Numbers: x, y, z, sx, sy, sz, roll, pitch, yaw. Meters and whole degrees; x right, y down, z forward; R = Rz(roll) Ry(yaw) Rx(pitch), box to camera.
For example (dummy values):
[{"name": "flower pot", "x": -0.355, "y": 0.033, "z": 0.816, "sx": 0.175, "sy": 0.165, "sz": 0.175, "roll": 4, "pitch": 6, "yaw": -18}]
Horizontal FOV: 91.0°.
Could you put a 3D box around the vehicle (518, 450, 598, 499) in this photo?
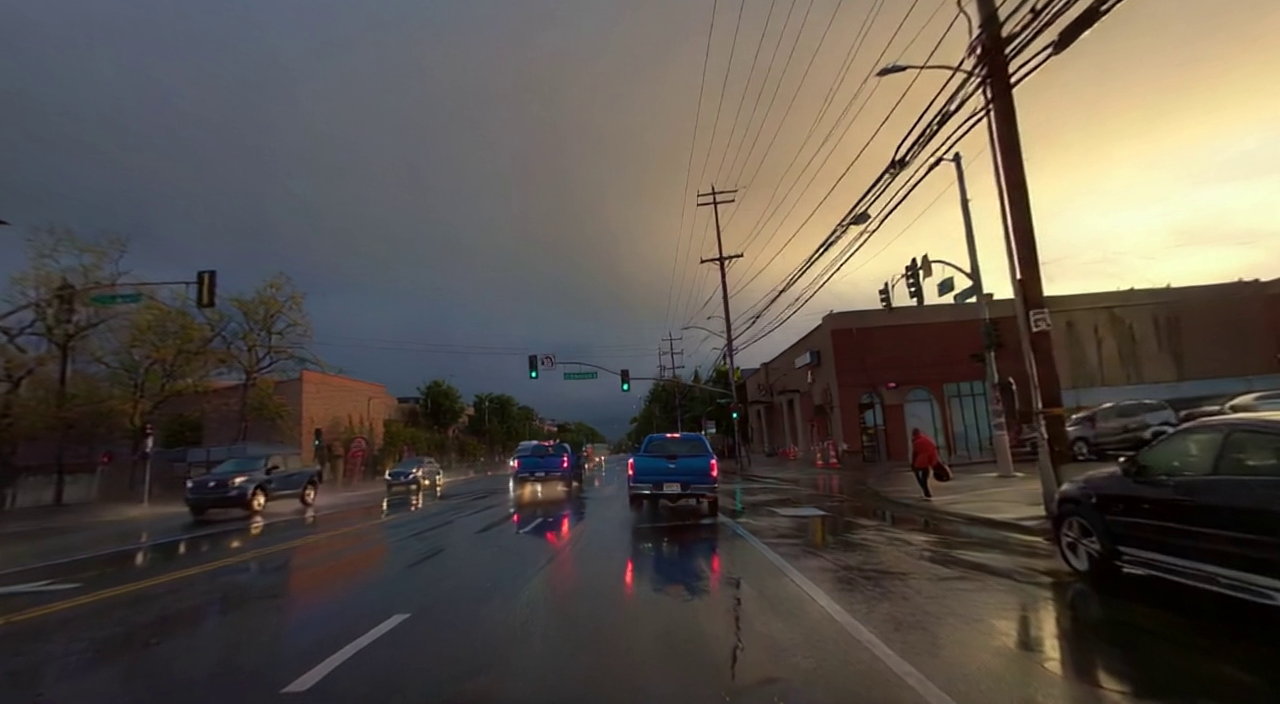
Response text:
[{"name": "vehicle", "x": -2.848, "y": 4.390, "z": 22.984, "sx": 1.995, "sy": 1.554, "sz": 4.618, "roll": 0, "pitch": -9, "yaw": 4}]

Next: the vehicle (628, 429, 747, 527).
[{"name": "vehicle", "x": 1.057, "y": 2.583, "z": 13.514, "sx": 2.089, "sy": 1.699, "sz": 4.650, "roll": -1, "pitch": -9, "yaw": 6}]

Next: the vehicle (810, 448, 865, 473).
[{"name": "vehicle", "x": 13.078, "y": 7.221, "z": 42.070, "sx": 2.075, "sy": 1.556, "sz": 4.585, "roll": 1, "pitch": -9, "yaw": -2}]

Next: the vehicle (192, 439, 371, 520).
[{"name": "vehicle", "x": -9.853, "y": 3.509, "z": 18.023, "sx": 2.081, "sy": 1.925, "sz": 5.632, "roll": 1, "pitch": -9, "yaw": -4}]

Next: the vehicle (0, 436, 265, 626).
[{"name": "vehicle", "x": -6.263, "y": 1.666, "z": 6.465, "sx": 1.994, "sy": 1.551, "sz": 4.414, "roll": 0, "pitch": -9, "yaw": 1}]

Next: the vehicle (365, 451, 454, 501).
[{"name": "vehicle", "x": -9.170, "y": 4.928, "z": 25.476, "sx": 1.961, "sy": 1.814, "sz": 4.418, "roll": 0, "pitch": -9, "yaw": -1}]

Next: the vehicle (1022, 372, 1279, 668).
[{"name": "vehicle", "x": 5.001, "y": 1.121, "z": 4.376, "sx": 1.974, "sy": 1.823, "sz": 4.576, "roll": 0, "pitch": -9, "yaw": 3}]

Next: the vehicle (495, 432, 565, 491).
[{"name": "vehicle", "x": -6.066, "y": 6.157, "z": 35.827, "sx": 2.619, "sy": 2.948, "sz": 7.193, "roll": 0, "pitch": -9, "yaw": 0}]

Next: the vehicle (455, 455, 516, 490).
[{"name": "vehicle", "x": -9.399, "y": 7.349, "z": 38.823, "sx": 2.231, "sy": 1.902, "sz": 5.775, "roll": 0, "pitch": -9, "yaw": 0}]
